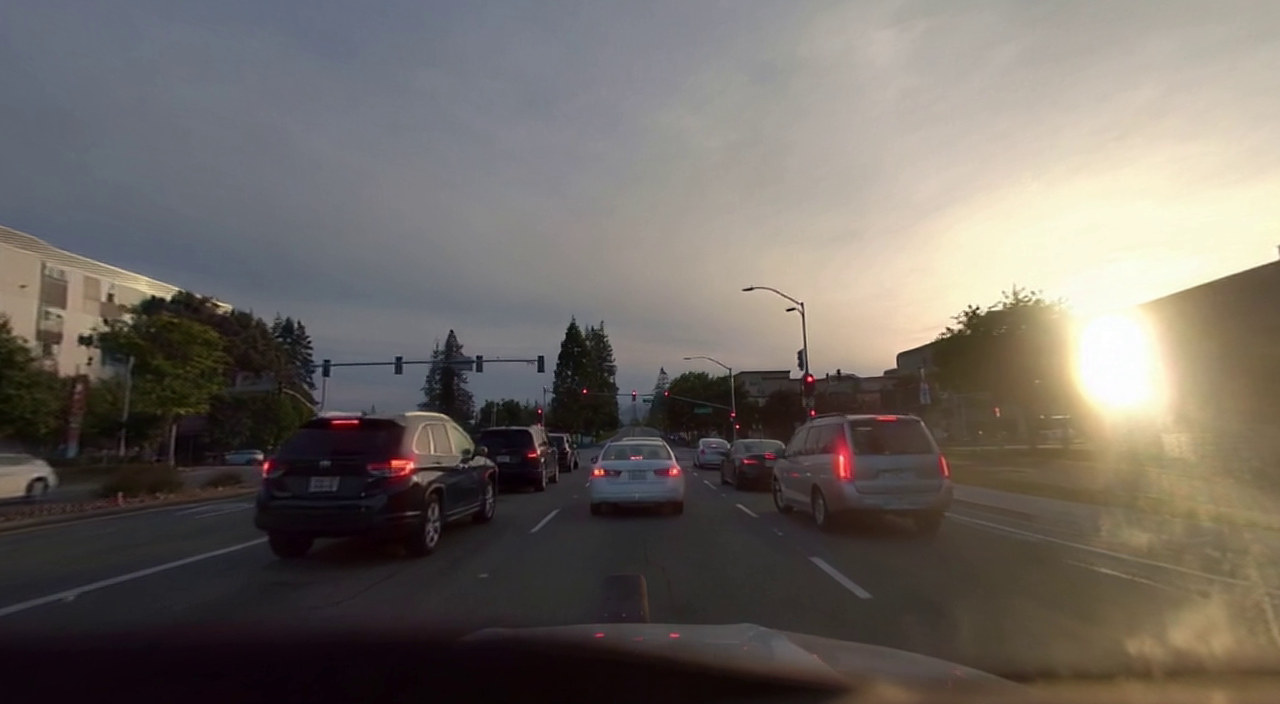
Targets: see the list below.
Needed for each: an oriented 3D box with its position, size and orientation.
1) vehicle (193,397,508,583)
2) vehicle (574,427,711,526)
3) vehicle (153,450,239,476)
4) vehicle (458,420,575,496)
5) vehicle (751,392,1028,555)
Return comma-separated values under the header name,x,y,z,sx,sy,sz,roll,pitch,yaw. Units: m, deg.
name,x,y,z,sx,sy,sz,roll,pitch,yaw
vehicle,-3.142,1.587,8.013,1.912,1.703,4.261,0,-8,1
vehicle,0.029,2.136,11.317,2.021,1.461,3.862,0,-8,0
vehicle,-32.312,8.038,45.715,5.234,1.767,2.028,-2,-9,13
vehicle,-3.165,2.849,17.234,2.117,1.772,4.619,0,-8,2
vehicle,3.246,1.715,9.514,2.141,1.833,4.704,0,-8,-2
